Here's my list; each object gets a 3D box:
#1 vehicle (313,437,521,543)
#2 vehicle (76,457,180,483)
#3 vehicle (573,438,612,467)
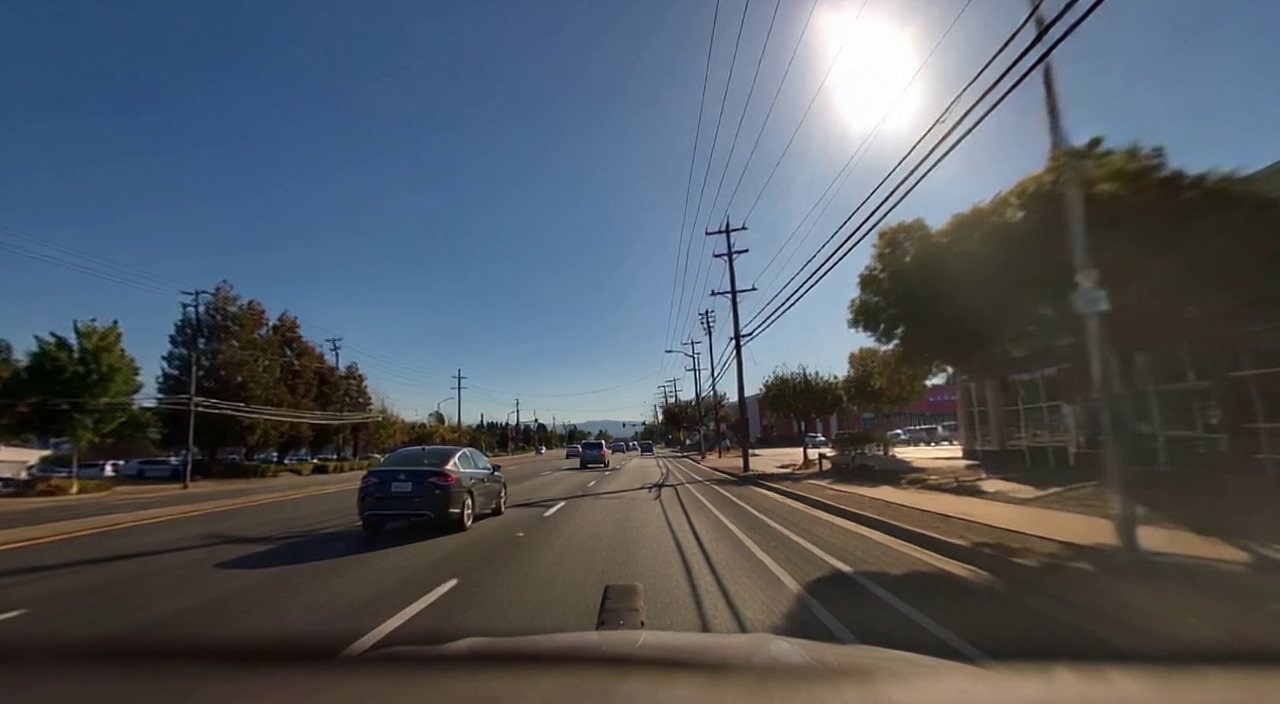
[{"bbox_3d":[-3.571,2.283,11.143,1.942,1.469,4.426,0,-9,2],"label":"vehicle"},{"bbox_3d":[-40.153,9.256,49.619,5.876,1.927,2.237,4,-10,-26],"label":"vehicle"},{"bbox_3d":[-3.010,6.524,40.830,2.087,1.736,4.311,0,-9,2],"label":"vehicle"}]
